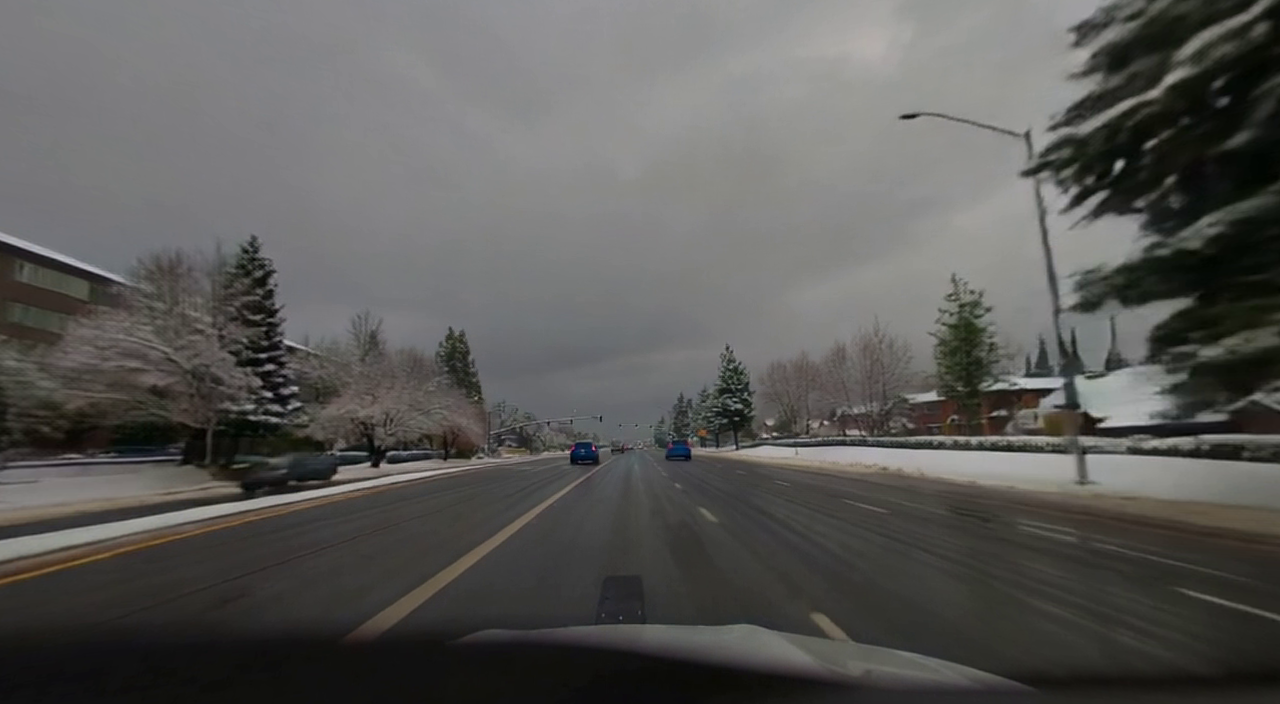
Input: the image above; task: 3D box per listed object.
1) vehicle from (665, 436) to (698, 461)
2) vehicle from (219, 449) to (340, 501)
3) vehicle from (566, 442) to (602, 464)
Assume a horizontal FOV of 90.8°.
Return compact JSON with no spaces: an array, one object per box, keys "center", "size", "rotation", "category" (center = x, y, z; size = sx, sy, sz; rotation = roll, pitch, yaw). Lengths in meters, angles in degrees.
[{"center":[2.979,7.074,46.313],"size":[2.072,1.696,4.177],"rotation":[0,-8,-1],"category":"vehicle"},{"center":[-12.325,4.194,21.940],"size":[1.853,1.595,3.960],"rotation":[0,-8,-1],"category":"vehicle"},{"center":[-3.852,7.052,44.339],"size":[2.112,1.471,4.212],"rotation":[0,-8,0],"category":"vehicle"}]
